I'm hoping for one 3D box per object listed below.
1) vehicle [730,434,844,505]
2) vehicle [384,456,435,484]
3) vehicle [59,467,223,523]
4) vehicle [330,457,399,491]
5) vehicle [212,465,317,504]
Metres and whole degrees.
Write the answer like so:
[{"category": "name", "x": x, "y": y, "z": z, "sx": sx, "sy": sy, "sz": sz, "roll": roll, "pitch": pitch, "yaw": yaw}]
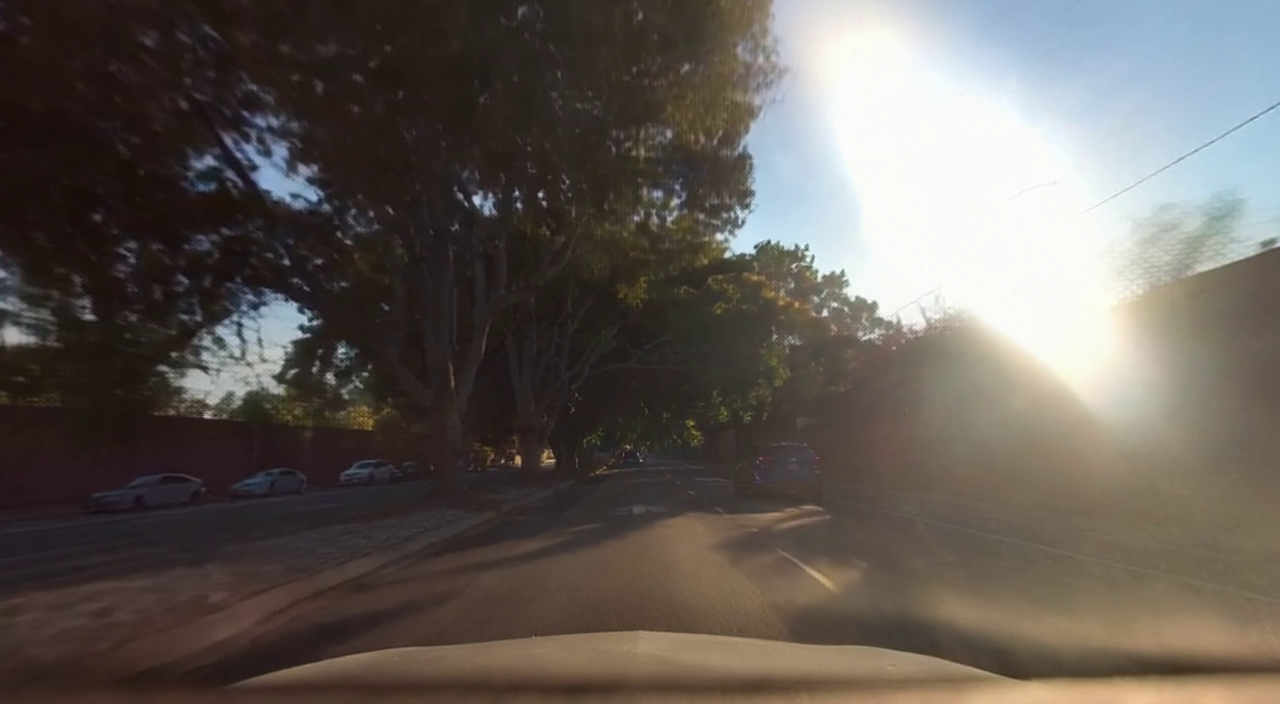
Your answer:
[{"category": "vehicle", "x": 4.084, "y": 3.353, "z": 18.477, "sx": 2.155, "sy": 1.752, "sz": 4.456, "roll": -1, "pitch": -9, "yaw": -1}, {"category": "vehicle", "x": -17.599, "y": 9.010, "z": 48.547, "sx": 2.075, "sy": 1.909, "sz": 5.064, "roll": -1, "pitch": -8, "yaw": -1}, {"category": "vehicle", "x": -17.442, "y": 4.989, "z": 22.453, "sx": 2.099, "sy": 1.558, "sz": 4.533, "roll": -1, "pitch": -9, "yaw": 0}, {"category": "vehicle", "x": -17.335, "y": 7.688, "z": 40.100, "sx": 2.096, "sy": 1.816, "sz": 5.362, "roll": -4, "pitch": -9, "yaw": -1}, {"category": "vehicle", "x": -17.575, "y": 6.202, "z": 29.882, "sx": 2.071, "sy": 1.489, "sz": 4.724, "roll": -1, "pitch": -9, "yaw": 0}]
